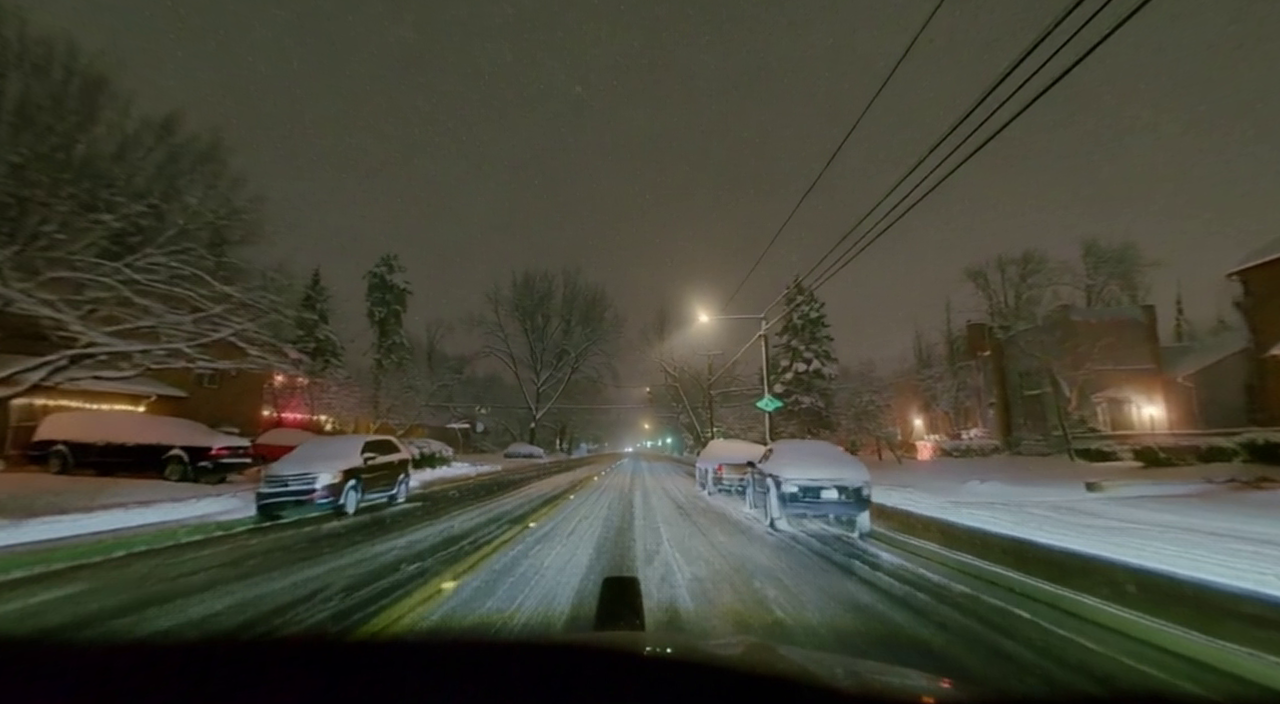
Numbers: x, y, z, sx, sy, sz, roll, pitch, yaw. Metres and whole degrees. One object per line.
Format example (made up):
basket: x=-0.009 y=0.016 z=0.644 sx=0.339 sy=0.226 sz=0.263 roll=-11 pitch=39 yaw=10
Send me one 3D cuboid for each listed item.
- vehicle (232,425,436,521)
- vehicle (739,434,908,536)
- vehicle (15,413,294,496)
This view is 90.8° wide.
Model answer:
vehicle: x=-6.989 y=2.858 z=15.297 sx=2.266 sy=1.877 sz=5.167 roll=0 pitch=-10 yaw=1
vehicle: x=3.294 y=2.471 z=12.415 sx=1.896 sy=1.602 sz=4.571 roll=0 pitch=-9 yaw=0
vehicle: x=-15.028 y=3.208 z=19.963 sx=6.526 sy=2.046 sz=2.522 roll=4 pitch=-8 yaw=-1
